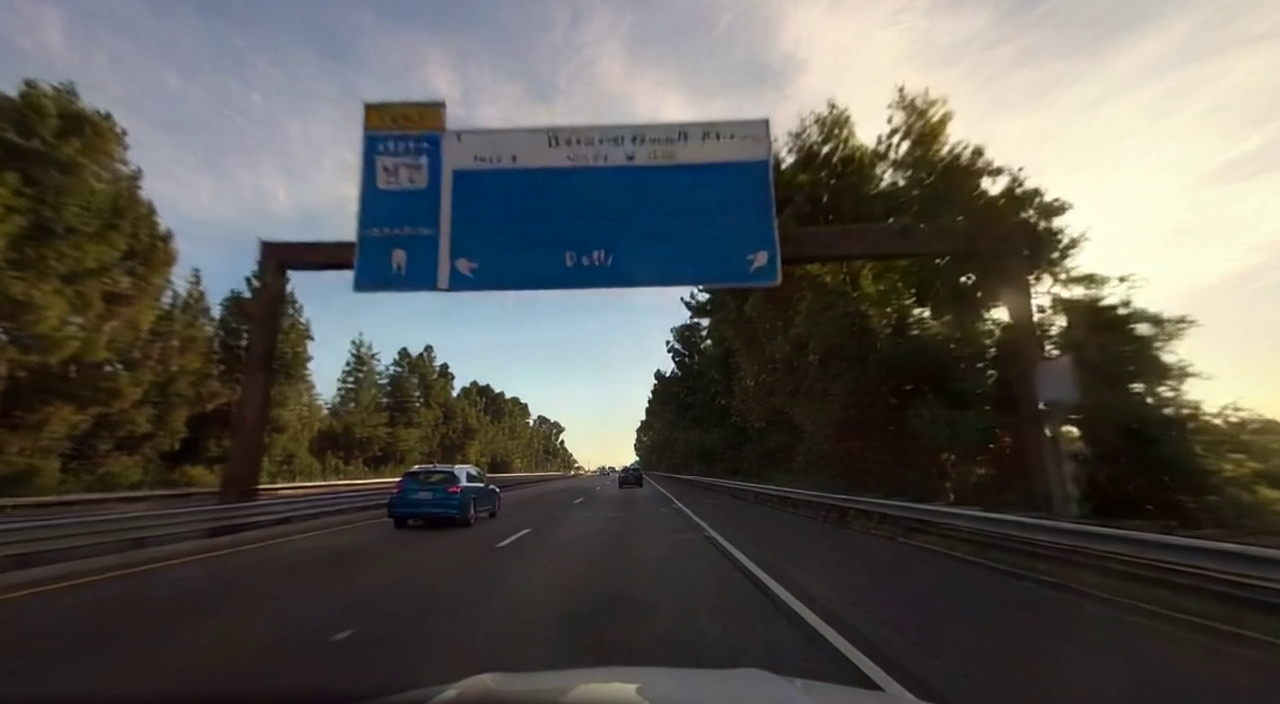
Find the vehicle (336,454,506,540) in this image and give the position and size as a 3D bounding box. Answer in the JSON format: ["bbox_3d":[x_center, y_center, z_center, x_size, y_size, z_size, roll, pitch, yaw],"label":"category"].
[{"bbox_3d":[-4.377,2.999,13.467,2.003,1.479,4.363,1,-11,0],"label":"vehicle"}]
